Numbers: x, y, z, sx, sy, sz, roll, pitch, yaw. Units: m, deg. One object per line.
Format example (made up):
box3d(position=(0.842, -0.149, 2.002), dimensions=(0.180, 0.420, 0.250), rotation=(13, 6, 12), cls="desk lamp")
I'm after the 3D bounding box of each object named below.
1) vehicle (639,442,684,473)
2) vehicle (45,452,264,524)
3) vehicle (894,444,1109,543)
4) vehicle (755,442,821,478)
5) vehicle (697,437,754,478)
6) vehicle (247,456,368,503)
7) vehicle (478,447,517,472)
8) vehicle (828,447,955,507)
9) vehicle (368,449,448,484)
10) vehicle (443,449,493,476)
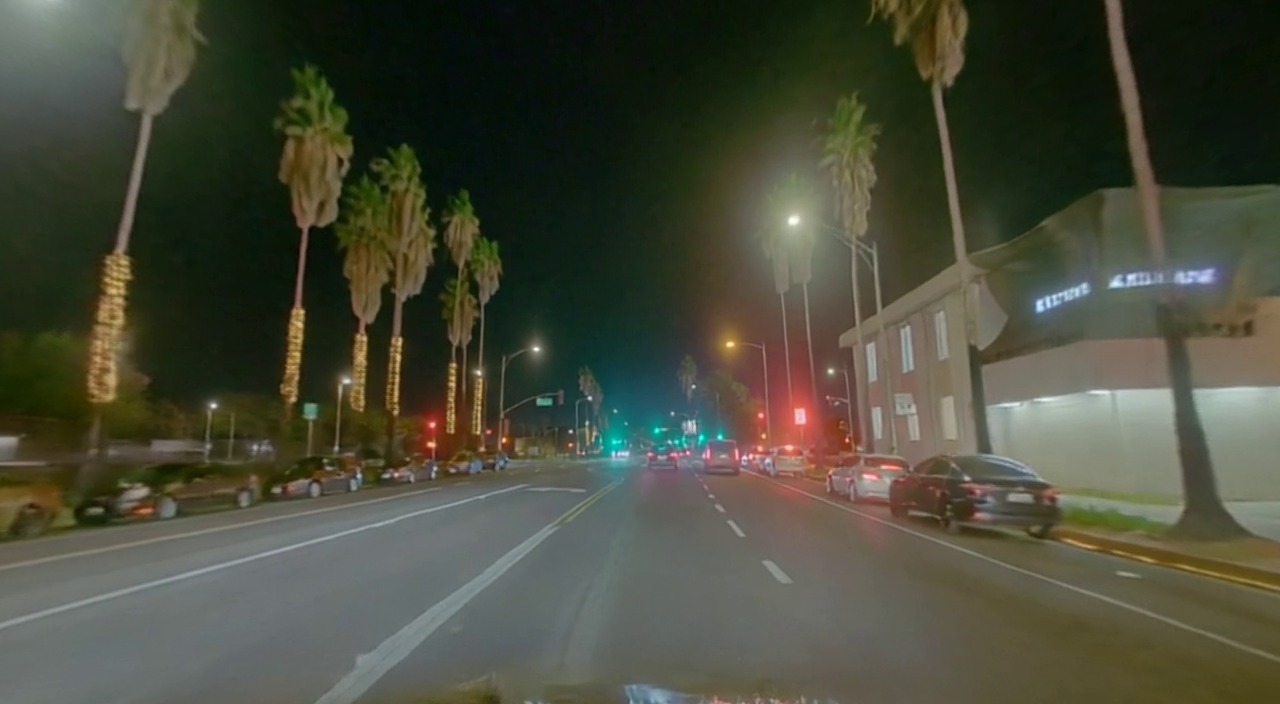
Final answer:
box3d(position=(1.066, 5.192, 31.338), dimensions=(2.088, 1.452, 3.993), rotation=(0, -8, 2), cls="vehicle")
box3d(position=(-12.330, 3.542, 16.585), dimensions=(1.933, 1.502, 4.649), rotation=(-3, -12, 2), cls="vehicle")
box3d(position=(6.695, 2.597, 12.370), dimensions=(1.914, 1.560, 4.278), rotation=(-1, -8, 4), cls="vehicle")
box3d(position=(7.398, 5.429, 32.122), dimensions=(2.174, 1.643, 4.860), rotation=(0, -8, 0), cls="vehicle")
box3d(position=(3.756, 4.701, 28.496), dimensions=(2.003, 1.702, 4.288), rotation=(0, -8, 1), cls="vehicle")
box3d(position=(-12.017, 4.600, 23.256), dimensions=(1.949, 1.470, 4.532), rotation=(0, -8, 0), cls="vehicle")
box3d(position=(-10.853, 8.260, 48.343), dimensions=(1.949, 1.682, 4.094), rotation=(-3, -11, 2), cls="vehicle")
box3d(position=(7.088, 3.524, 18.377), dimensions=(1.932, 1.464, 4.475), rotation=(0, -8, 1), cls="vehicle")
box3d(position=(-11.465, 5.779, 31.564), dimensions=(2.188, 1.490, 4.511), rotation=(-3, -12, 2), cls="vehicle")
box3d(position=(-11.024, 7.183, 40.847), dimensions=(1.978, 1.501, 4.355), rotation=(-3, -11, 1), cls="vehicle")
